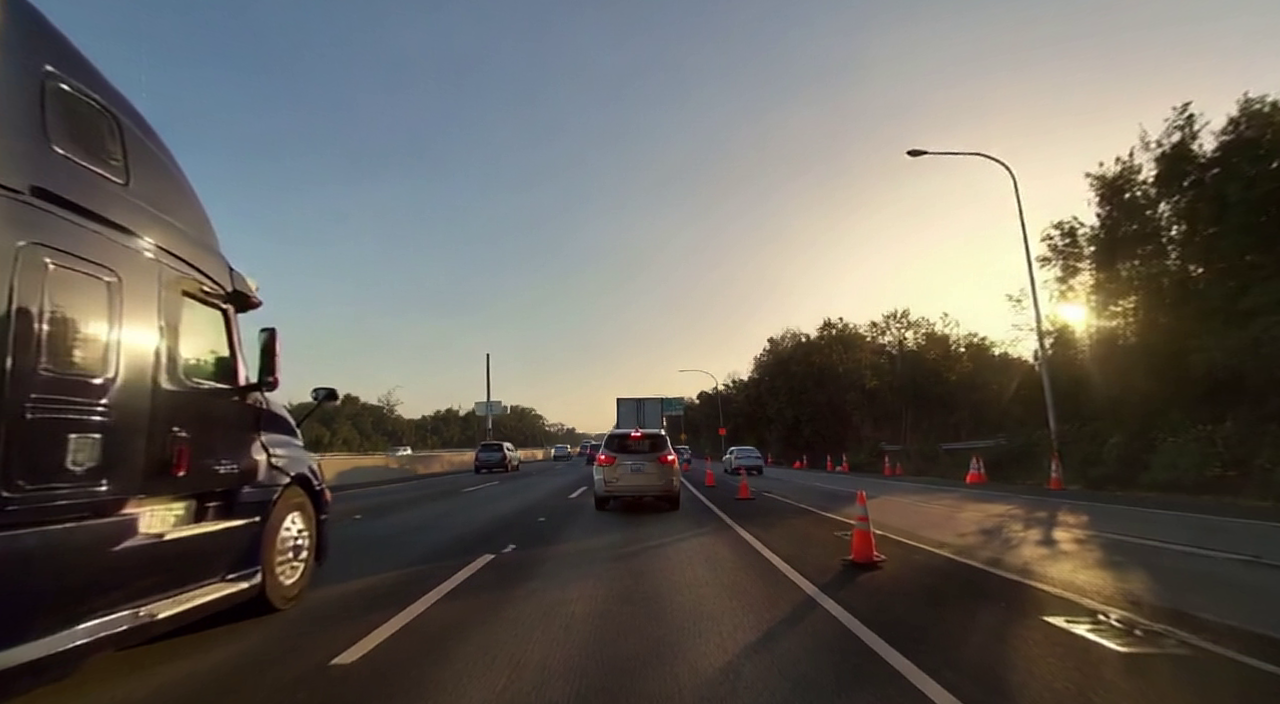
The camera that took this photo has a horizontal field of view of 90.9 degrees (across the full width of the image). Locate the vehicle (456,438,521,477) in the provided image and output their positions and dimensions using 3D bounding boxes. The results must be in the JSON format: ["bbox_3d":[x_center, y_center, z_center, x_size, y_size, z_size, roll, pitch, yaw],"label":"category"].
[{"bbox_3d":[-7.158,5.018,30.253,1.950,1.716,4.436,0,-9,1],"label":"vehicle"}]

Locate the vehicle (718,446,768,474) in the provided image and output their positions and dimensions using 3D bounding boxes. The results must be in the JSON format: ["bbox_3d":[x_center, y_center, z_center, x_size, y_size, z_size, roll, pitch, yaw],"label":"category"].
[{"bbox_3d":[5.722,6.045,35.531,1.918,1.479,4.571,0,-9,-1],"label":"vehicle"}]

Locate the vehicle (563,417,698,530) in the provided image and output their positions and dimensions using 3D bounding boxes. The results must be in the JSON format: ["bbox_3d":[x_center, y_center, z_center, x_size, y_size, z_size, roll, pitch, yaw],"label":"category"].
[{"bbox_3d":[-0.152,2.243,12.089,2.152,1.779,3.924,0,-9,0],"label":"vehicle"}]

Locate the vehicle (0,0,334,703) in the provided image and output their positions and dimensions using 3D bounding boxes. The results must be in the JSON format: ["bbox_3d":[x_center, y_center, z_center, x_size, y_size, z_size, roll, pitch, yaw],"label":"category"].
[{"bbox_3d":[-3.850,-0.280,0.292,2.990,3.885,8.243,0,-9,2],"label":"vehicle"}]

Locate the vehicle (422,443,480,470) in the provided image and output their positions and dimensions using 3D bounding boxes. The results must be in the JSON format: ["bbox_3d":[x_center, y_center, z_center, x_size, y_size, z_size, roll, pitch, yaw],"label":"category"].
[{"bbox_3d":[-11.181,6.223,37.605,1.985,1.496,4.583,0,-9,1],"label":"vehicle"}]
